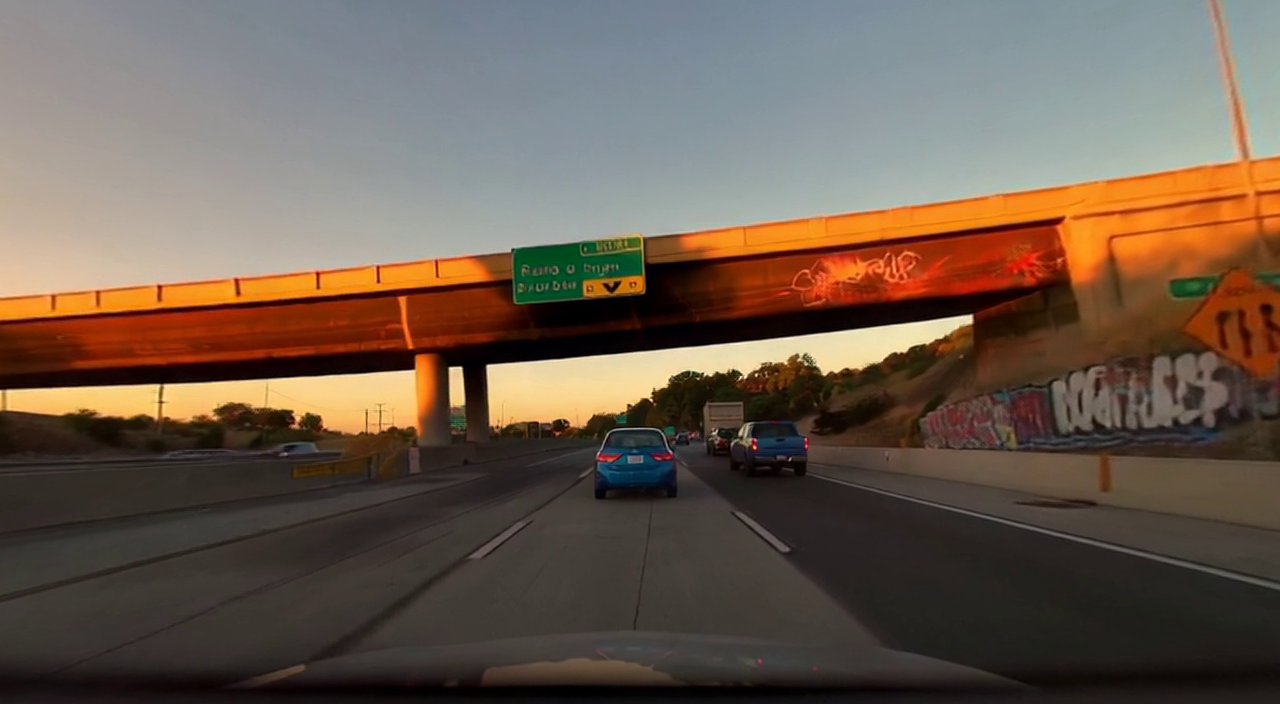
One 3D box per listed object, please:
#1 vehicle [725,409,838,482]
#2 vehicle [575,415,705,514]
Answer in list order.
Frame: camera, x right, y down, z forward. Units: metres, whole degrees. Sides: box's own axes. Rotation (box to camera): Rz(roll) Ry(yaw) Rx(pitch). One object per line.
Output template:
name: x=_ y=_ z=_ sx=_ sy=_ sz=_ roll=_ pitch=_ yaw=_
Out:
vehicle: x=4.229 y=2.956 z=20.023 sx=2.311 sy=1.922 sz=5.977 roll=-1 pitch=-8 yaw=1
vehicle: x=0.024 y=2.186 z=12.686 sx=2.193 sy=1.651 sz=3.946 roll=-1 pitch=-8 yaw=1
